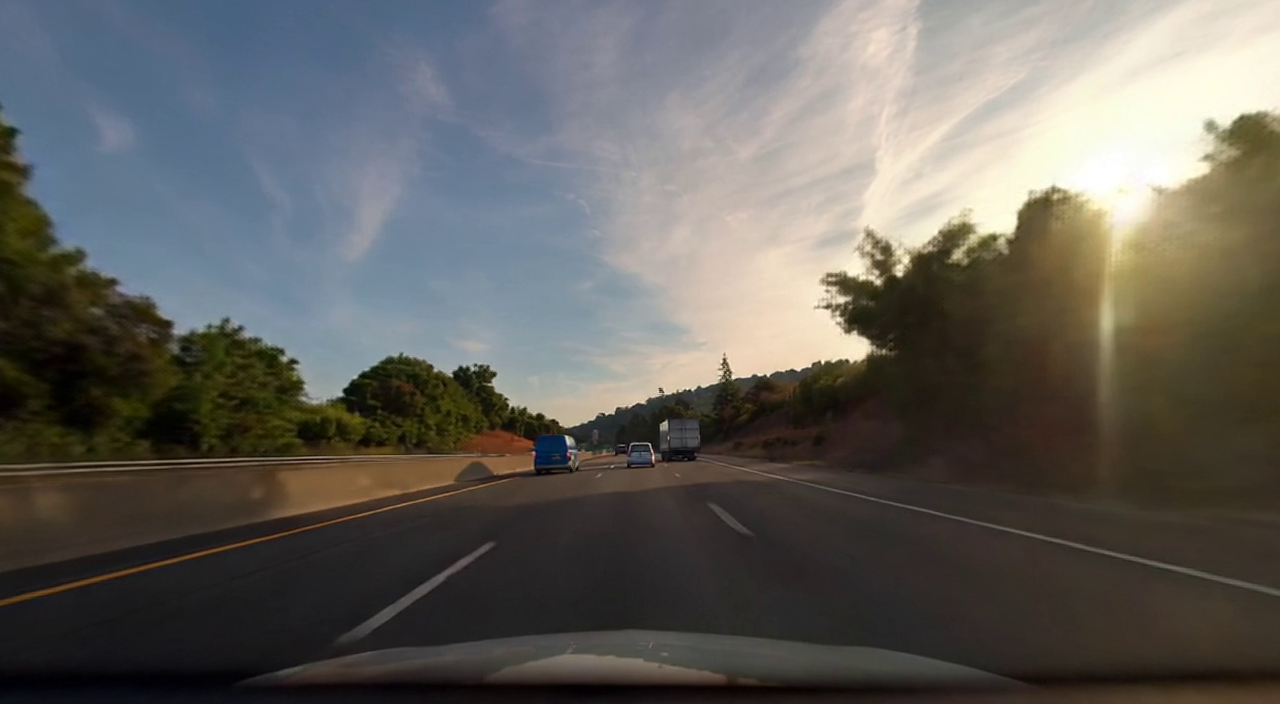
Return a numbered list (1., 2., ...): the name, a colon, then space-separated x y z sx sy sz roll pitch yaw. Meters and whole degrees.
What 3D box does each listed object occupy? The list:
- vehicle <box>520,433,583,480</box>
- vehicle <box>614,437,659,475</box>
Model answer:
1. vehicle: -4.017 4.843 29.439 2.167 1.991 5.062 0 -9 0
2. vehicle: -0.162 5.481 33.307 2.209 1.825 4.036 0 -9 0
